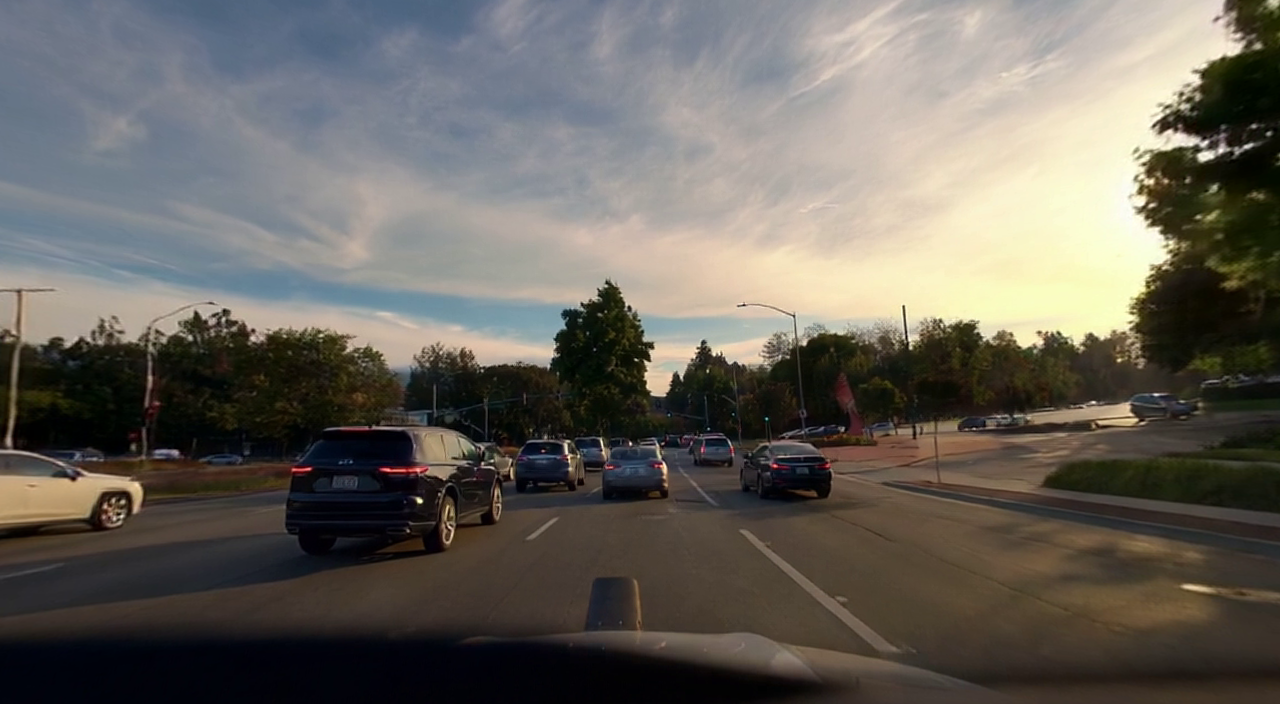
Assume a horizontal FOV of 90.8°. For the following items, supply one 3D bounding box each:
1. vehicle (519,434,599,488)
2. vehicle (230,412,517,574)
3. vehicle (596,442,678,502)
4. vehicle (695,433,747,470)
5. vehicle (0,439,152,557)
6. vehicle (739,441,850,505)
[{"bbox_3d":[-2.886,4.036,23.678,2.218,1.829,4.492,-1,-9,3],"label":"vehicle"},{"bbox_3d":[-3.424,1.938,9.607,2.111,1.745,5.274,0,-9,-1],"label":"vehicle"},{"bbox_3d":[-0.058,3.340,18.048,2.030,1.477,4.330,0,-9,1],"label":"vehicle"},{"bbox_3d":[4.236,5.304,33.770,2.099,1.845,4.363,0,-9,-1],"label":"vehicle"},{"bbox_3d":[-9.198,1.874,8.170,2.146,1.480,4.589,0,-9,-1],"label":"vehicle"},{"bbox_3d":[3.939,3.148,16.918,1.884,1.463,4.195,0,-9,0],"label":"vehicle"}]
